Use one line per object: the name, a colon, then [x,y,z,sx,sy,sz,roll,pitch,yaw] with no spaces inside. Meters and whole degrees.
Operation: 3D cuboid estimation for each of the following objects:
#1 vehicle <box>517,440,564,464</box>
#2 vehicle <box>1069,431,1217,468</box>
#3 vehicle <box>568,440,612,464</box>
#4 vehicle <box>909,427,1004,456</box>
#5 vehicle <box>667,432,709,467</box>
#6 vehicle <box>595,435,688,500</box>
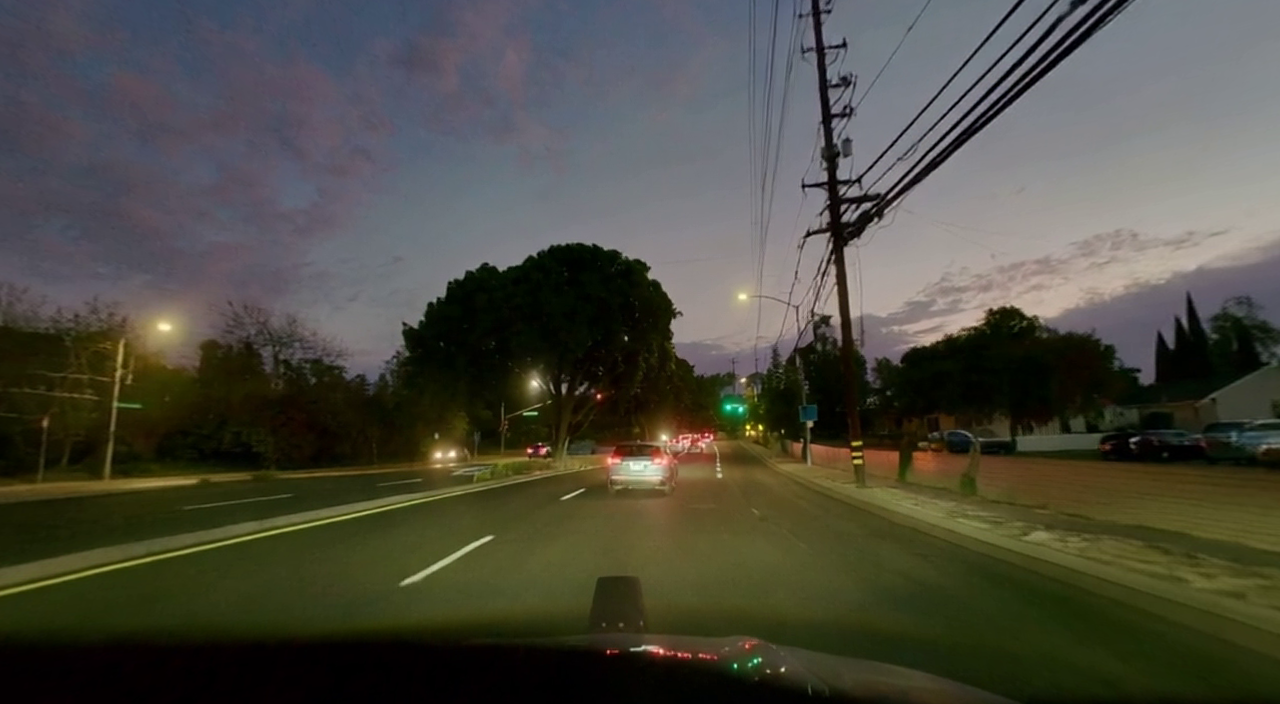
vehicle: [-6.585,6.677,42.159,1.983,1.485,4.159,-1,-9,7]
vehicle: [21.272,4.163,26.804,4.497,1.460,1.851,-2,-10,5]
vehicle: [-3.237,6.567,41.497,1.928,1.493,4.289,-2,-9,9]
vehicle: [19.412,5.550,38.857,4.739,1.708,1.976,-2,-9,8]
vehicle: [2.900,5.768,37.292,2.158,1.939,4.935,-2,-9,8]
vehicle: [0.176,2.981,16.559,2.117,1.474,4.036,-1,-9,5]
